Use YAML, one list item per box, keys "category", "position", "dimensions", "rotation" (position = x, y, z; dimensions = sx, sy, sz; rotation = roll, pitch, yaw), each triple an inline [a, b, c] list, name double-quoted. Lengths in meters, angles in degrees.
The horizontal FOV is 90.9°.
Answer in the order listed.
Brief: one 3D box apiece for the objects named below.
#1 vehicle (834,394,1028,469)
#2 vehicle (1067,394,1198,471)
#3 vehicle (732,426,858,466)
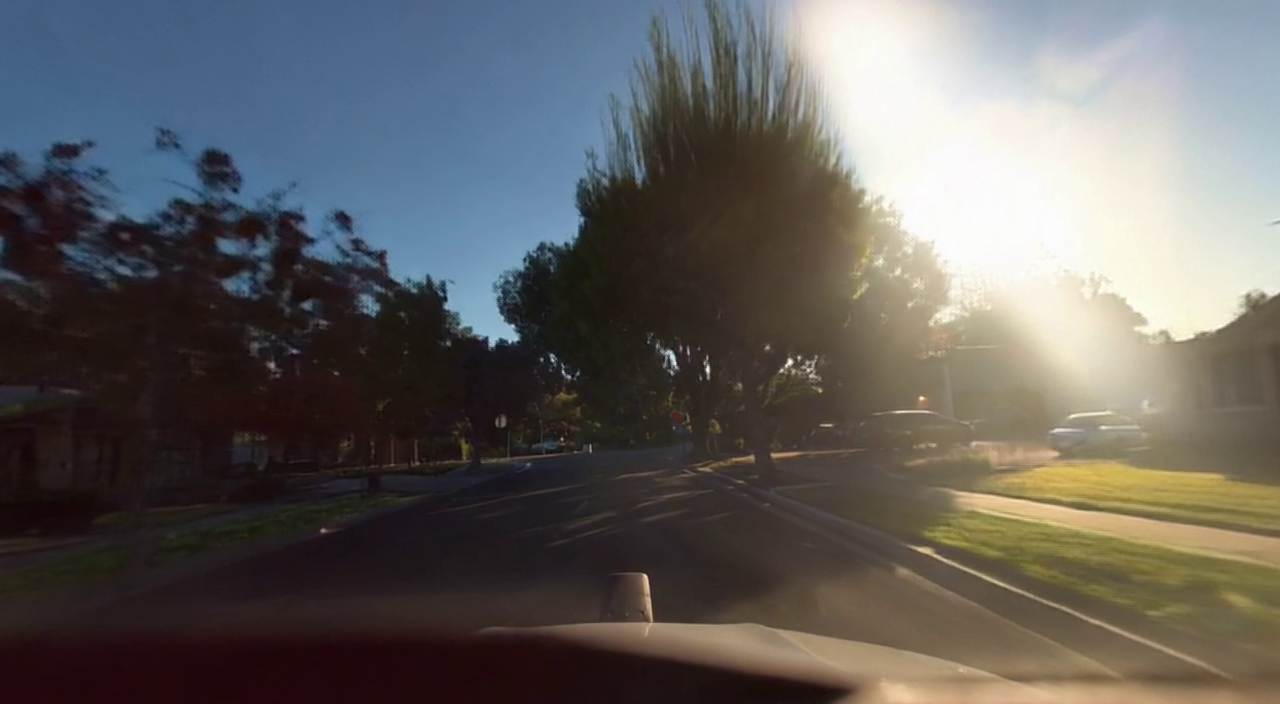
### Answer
- category: "vehicle"
  position: [9.450, 2.647, 20.836]
  dimensions: [5.239, 1.933, 2.131]
  rotation: [-4, -9, -2]
- category: "vehicle"
  position: [11.331, 1.870, 14.829]
  dimensions: [2.004, 1.511, 4.494]
  rotation: [-5, -8, 34]
- category: "vehicle"
  position: [5.697, 3.496, 23.575]
  dimensions: [4.229, 1.402, 1.811]
  rotation: [-1, -7, 0]
